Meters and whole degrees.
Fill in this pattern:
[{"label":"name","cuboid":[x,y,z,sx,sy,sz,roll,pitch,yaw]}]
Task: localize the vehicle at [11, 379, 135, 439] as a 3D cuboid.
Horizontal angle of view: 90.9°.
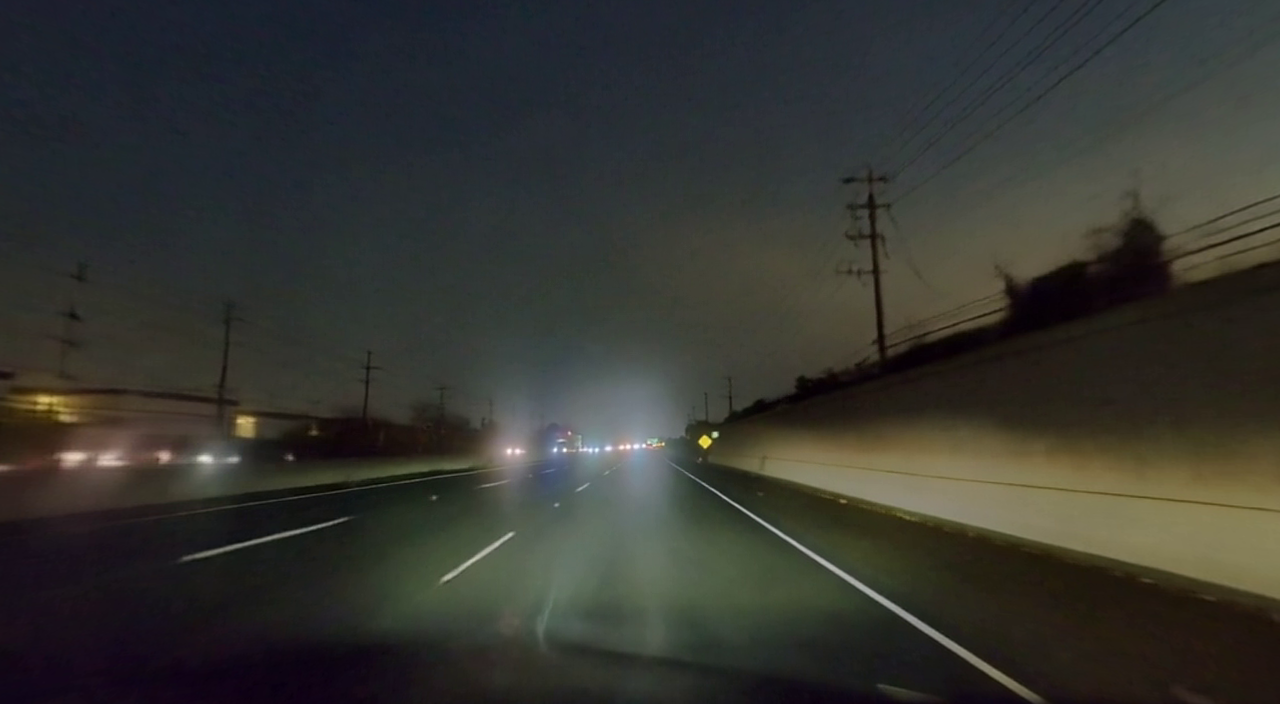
[{"label":"vehicle","cuboid":[-41.978,4.367,46.974,2.956,4.052,6.119,-1,-9,6]}]
